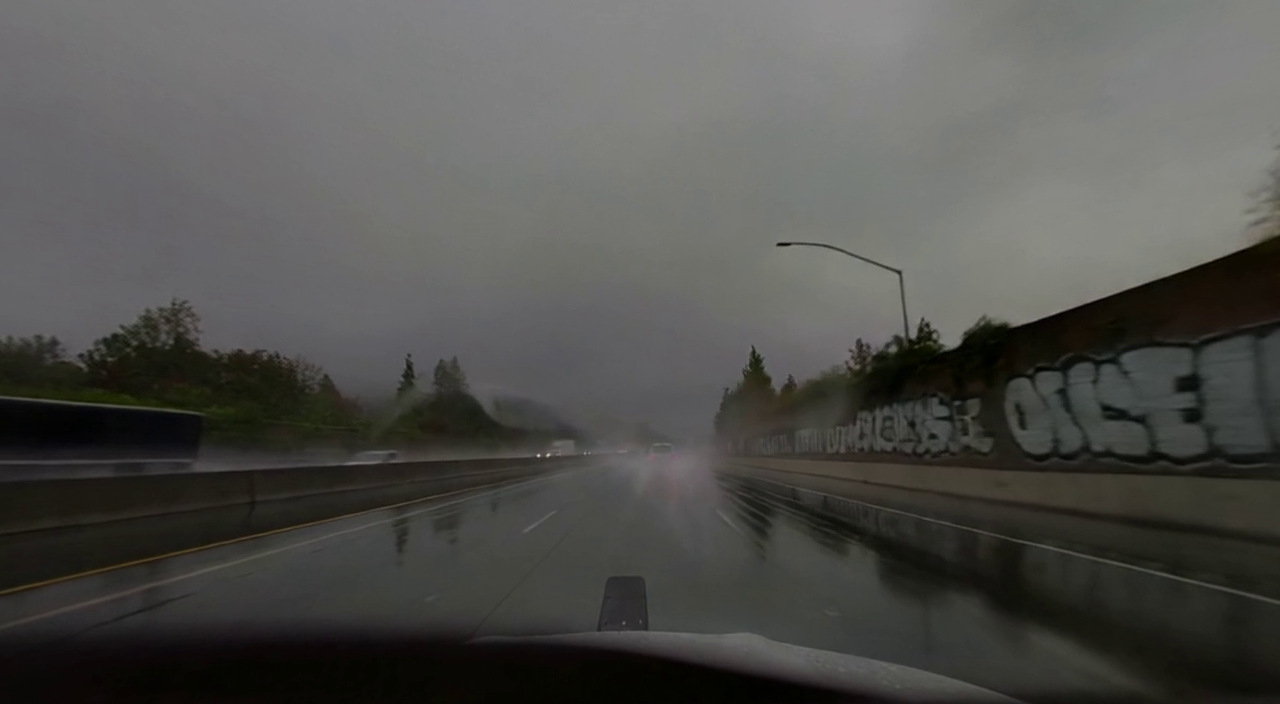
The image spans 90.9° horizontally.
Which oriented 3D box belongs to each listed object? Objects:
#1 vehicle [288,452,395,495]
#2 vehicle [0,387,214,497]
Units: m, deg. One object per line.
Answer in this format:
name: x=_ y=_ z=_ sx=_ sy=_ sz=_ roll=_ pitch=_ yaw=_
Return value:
vehicle: x=-12.037 y=4.884 z=25.799 sx=2.025 sy=1.564 sz=4.626 roll=0 pitch=-9 yaw=1
vehicle: x=-25.222 y=3.882 z=26.810 sx=2.885 sy=4.105 sz=14.085 roll=-1 pitch=-9 yaw=7
